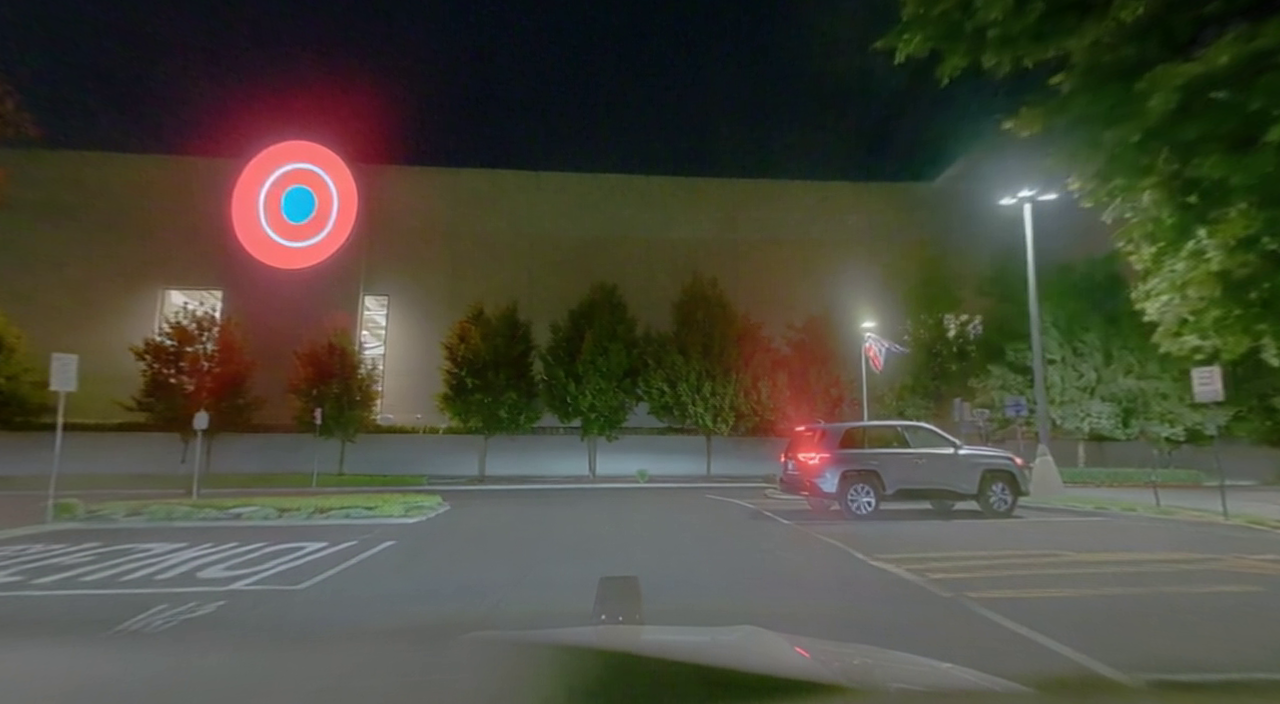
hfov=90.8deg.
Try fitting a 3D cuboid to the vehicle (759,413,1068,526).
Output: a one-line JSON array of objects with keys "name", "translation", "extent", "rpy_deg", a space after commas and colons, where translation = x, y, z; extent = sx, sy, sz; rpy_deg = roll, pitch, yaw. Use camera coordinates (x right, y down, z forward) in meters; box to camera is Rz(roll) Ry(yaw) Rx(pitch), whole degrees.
[{"name": "vehicle", "translation": [5.077, 2.220, 12.315], "extent": [4.864, 1.916, 2.413], "rpy_deg": [1, -8, -6]}]
